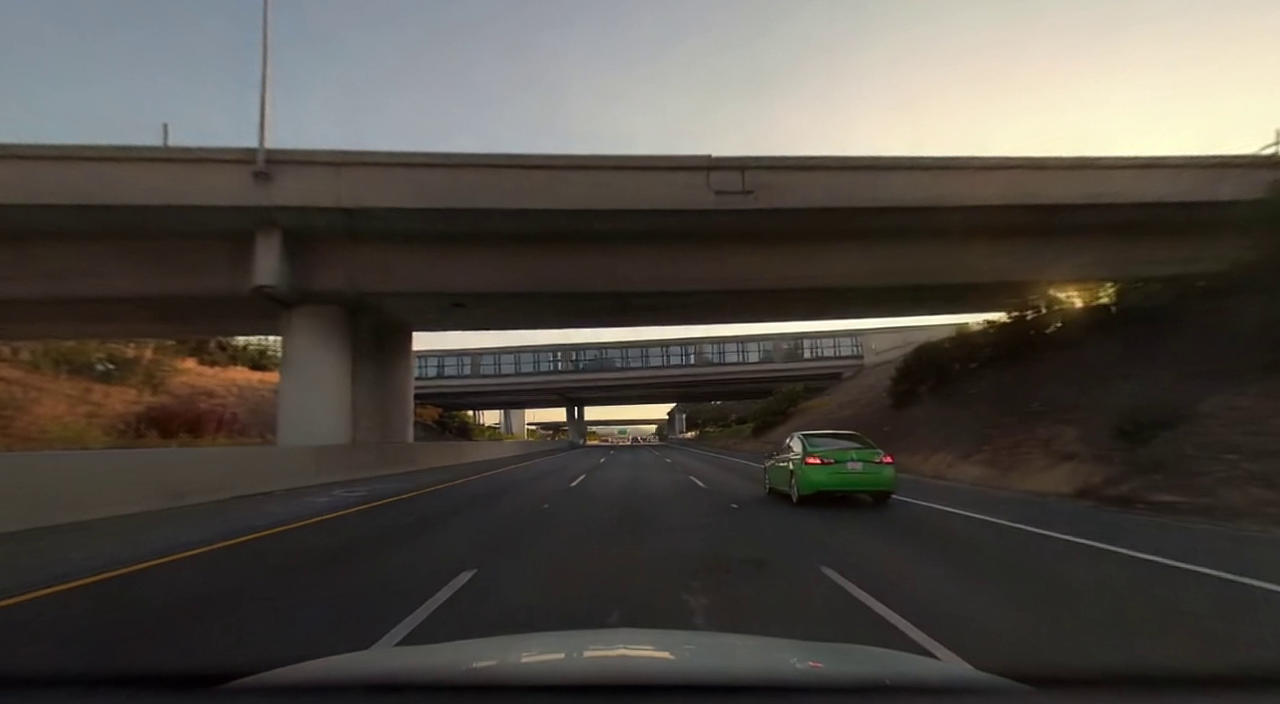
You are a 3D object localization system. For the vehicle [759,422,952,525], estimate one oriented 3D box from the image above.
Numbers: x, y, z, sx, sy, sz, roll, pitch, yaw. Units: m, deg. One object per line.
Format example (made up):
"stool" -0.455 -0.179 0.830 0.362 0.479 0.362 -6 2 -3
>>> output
"vehicle" 3.533 2.042 11.208 1.946 1.481 3.969 0 -8 -1
